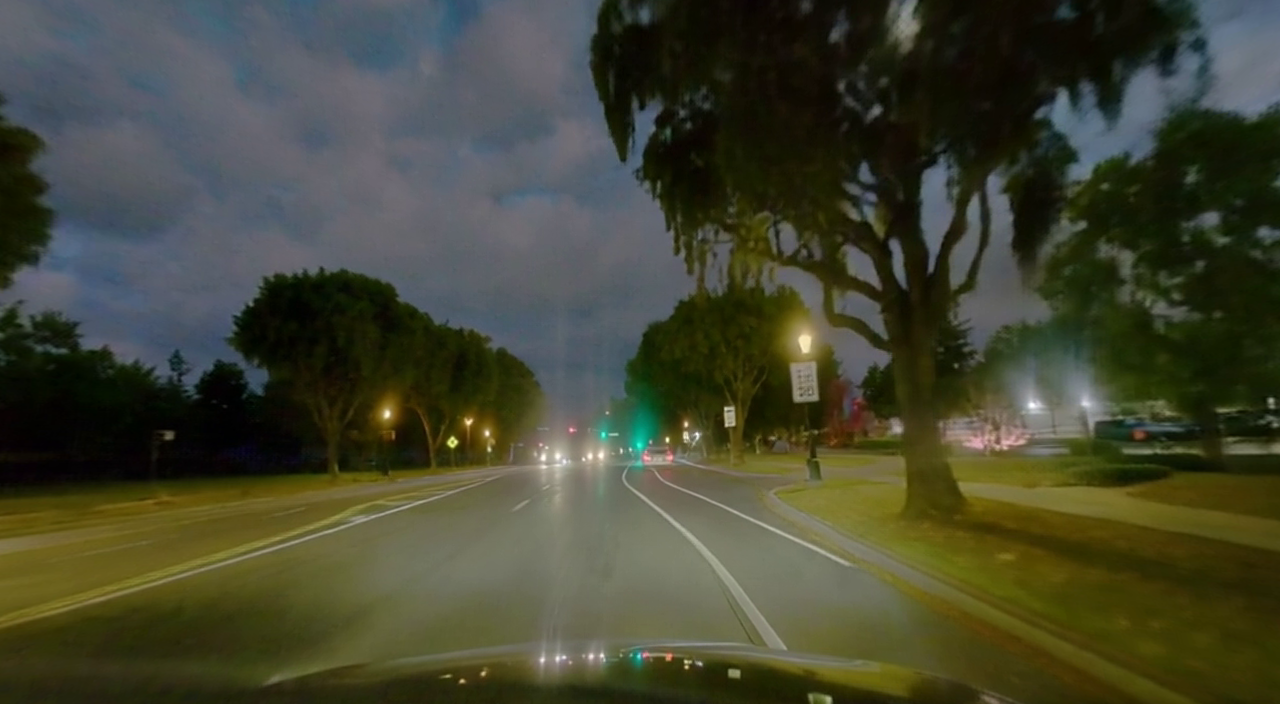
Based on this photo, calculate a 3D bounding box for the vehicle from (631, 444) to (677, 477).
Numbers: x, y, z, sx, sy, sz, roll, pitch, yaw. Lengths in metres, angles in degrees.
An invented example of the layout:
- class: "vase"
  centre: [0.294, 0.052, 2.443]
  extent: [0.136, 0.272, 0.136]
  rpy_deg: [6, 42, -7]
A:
- class: "vehicle"
  centre: [0.687, 5.293, 31.186]
  extent: [2.111, 1.466, 4.223]
  rpy_deg: [-1, -8, 2]
